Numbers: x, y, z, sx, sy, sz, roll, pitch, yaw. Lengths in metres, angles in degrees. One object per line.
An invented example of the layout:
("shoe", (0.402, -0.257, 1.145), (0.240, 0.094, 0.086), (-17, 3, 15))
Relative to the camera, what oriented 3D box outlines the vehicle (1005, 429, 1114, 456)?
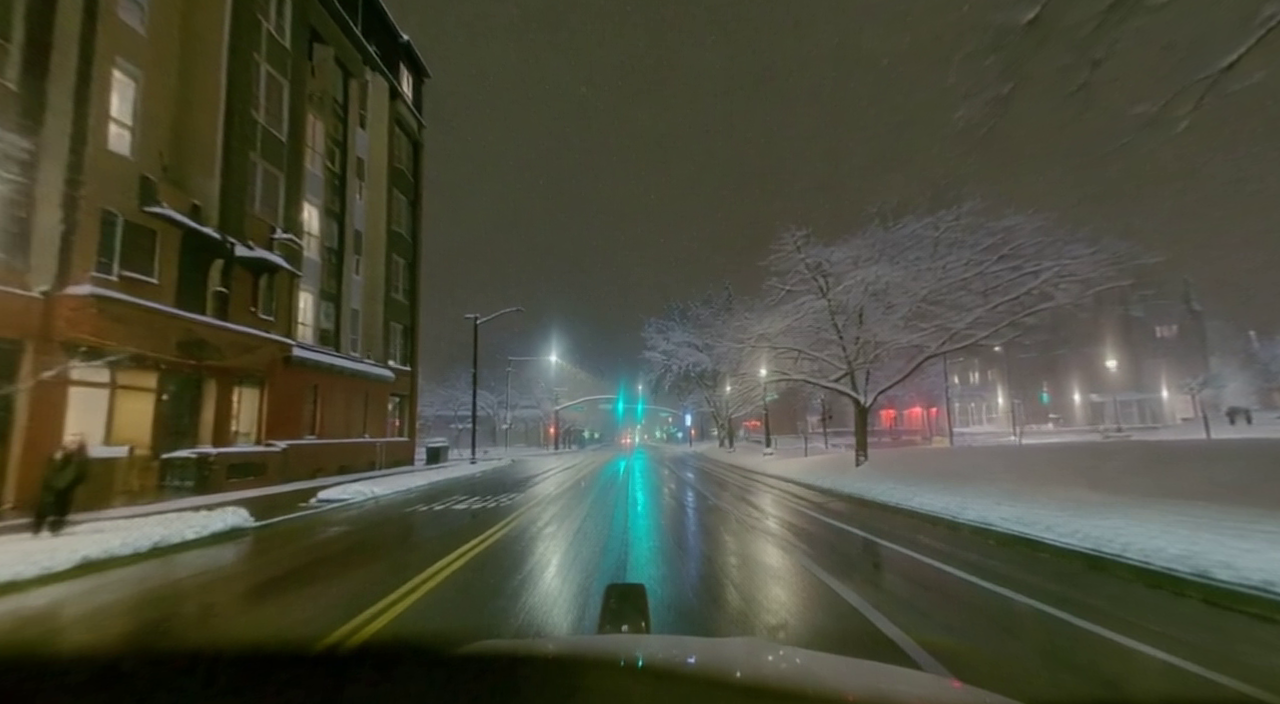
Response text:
("vehicle", (28.697, 6.231, 43.299), (1.981, 1.712, 5.765), (6, -10, -38))
